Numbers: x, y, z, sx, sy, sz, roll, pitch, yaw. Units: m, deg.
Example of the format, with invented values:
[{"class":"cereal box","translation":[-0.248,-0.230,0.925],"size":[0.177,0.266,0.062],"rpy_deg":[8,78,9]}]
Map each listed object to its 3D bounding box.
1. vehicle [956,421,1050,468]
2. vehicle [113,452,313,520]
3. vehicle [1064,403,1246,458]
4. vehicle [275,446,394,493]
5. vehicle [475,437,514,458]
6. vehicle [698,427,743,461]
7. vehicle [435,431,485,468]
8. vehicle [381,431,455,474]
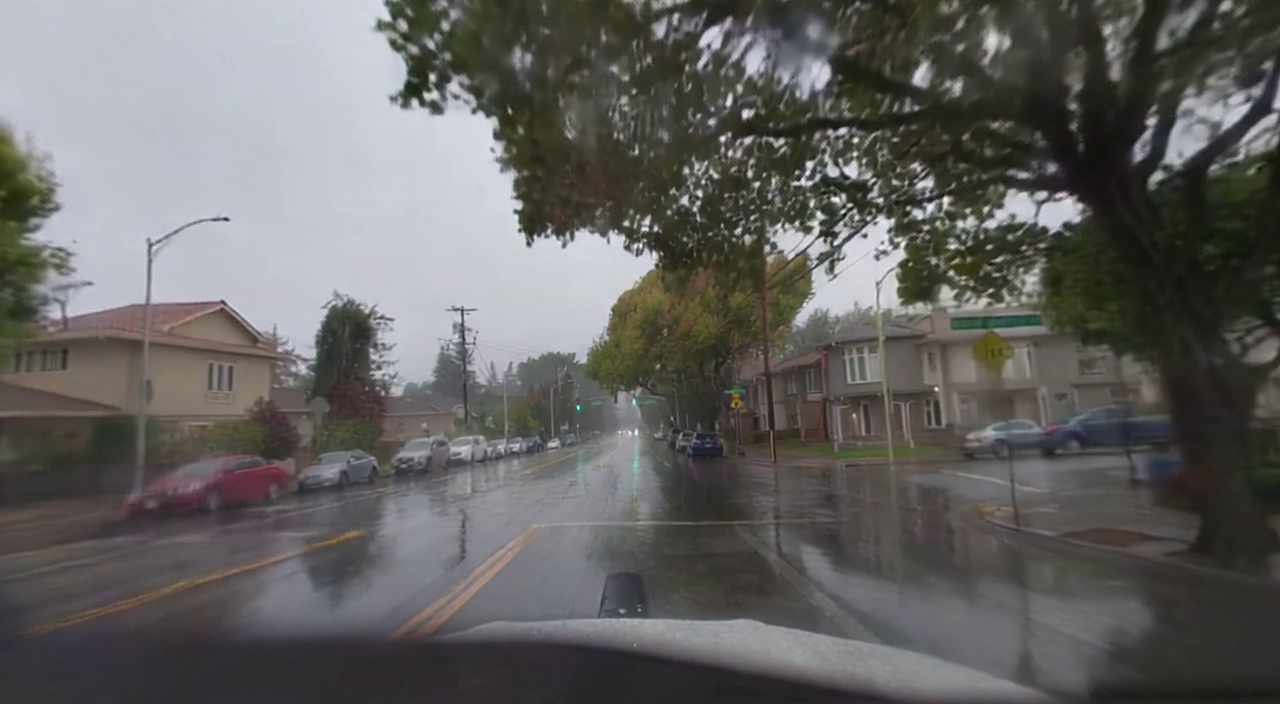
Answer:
[{"class":"vehicle","translation":[13.831,3.469,23.959],"size":[2.122,1.474,4.313],"rpy_deg":[-10,-10,41]},{"class":"vehicle","translation":[-11.097,3.468,16.966],"size":[1.970,1.523,4.702],"rpy_deg":[-1,-9,2]},{"class":"vehicle","translation":[19.442,3.002,24.046],"size":[4.973,1.974,2.140],"rpy_deg":[0,-9,0]},{"class":"vehicle","translation":[-11.130,4.272,23.444],"size":[2.082,1.540,4.654],"rpy_deg":[0,-9,0]},{"class":"vehicle","translation":[-11.225,7.431,49.028],"size":[2.051,1.520,4.374],"rpy_deg":[0,-9,-1]},{"class":"vehicle","translation":[4.309,4.998,34.252],"size":[1.867,1.680,4.176],"rpy_deg":[0,-9,0]},{"class":"vehicle","translation":[-11.353,6.107,40.118],"size":[1.926,1.998,4.447],"rpy_deg":[-4,-6,-2]},{"class":"vehicle","translation":[-11.194,5.110,32.224],"size":[2.056,1.980,4.763],"rpy_deg":[0,-9,-1]}]
